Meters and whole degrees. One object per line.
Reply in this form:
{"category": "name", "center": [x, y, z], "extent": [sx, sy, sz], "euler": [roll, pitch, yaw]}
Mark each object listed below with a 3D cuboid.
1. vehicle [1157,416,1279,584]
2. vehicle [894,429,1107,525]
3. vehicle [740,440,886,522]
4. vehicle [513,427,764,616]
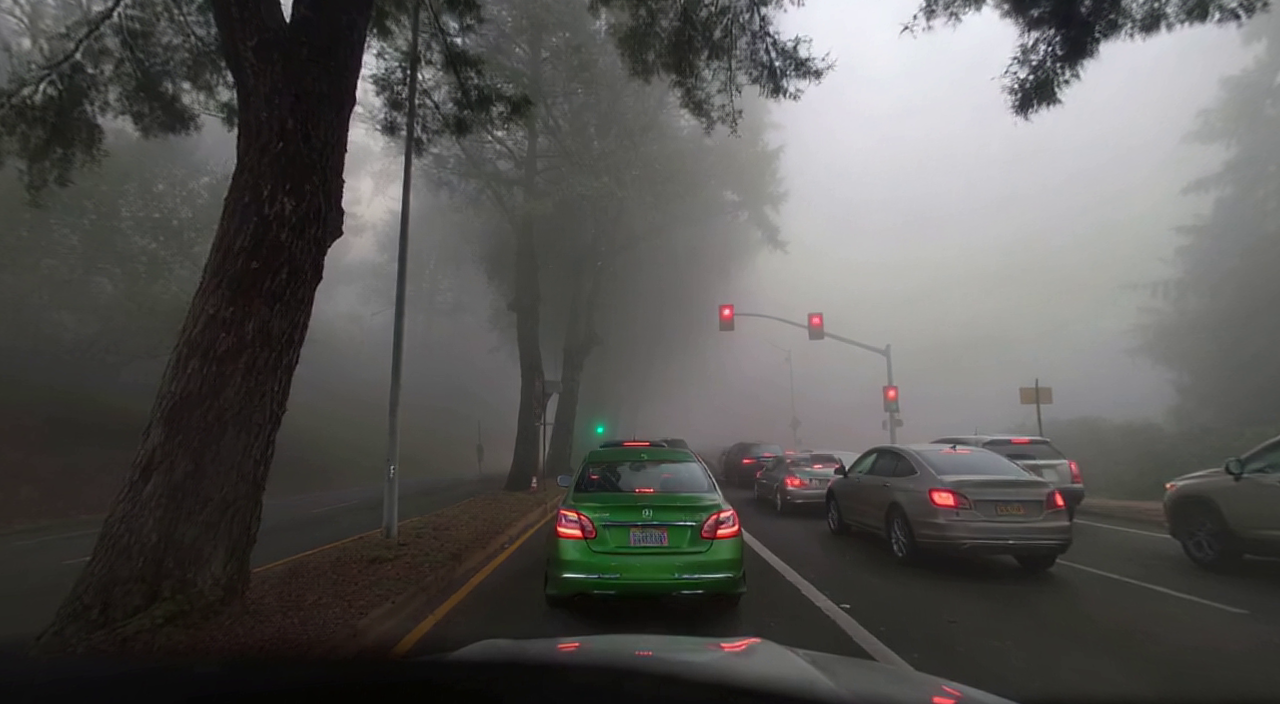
{"category": "vehicle", "center": [6.939, 1.337, 5.570], "extent": [1.783, 1.572, 3.421], "euler": [0, -9, 1]}
{"category": "vehicle", "center": [7.022, 2.468, 12.903], "extent": [1.923, 1.611, 4.094], "euler": [0, -9, 0]}
{"category": "vehicle", "center": [3.533, 2.721, 13.825], "extent": [1.934, 1.494, 4.446], "euler": [0, -9, 0]}
{"category": "vehicle", "center": [0.010, 1.679, 7.100], "extent": [2.015, 1.502, 3.898], "euler": [0, -9, 1]}
